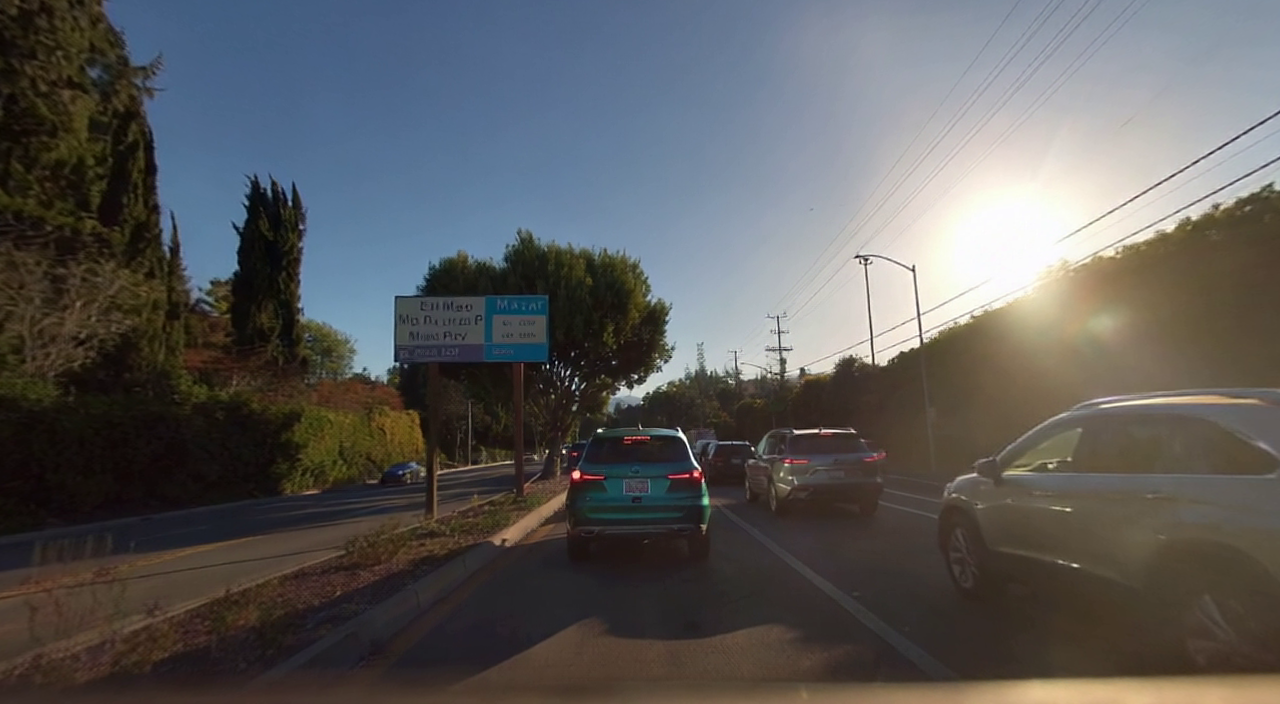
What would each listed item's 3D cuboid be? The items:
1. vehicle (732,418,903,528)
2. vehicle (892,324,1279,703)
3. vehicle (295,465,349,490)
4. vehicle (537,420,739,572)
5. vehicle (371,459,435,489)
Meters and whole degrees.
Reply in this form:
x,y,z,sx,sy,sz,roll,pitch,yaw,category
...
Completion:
x,y,z,sx,sy,sz,roll,pitch,yaw,category
3.323,2.373,12.969,2.097,1.818,4.625,0,-8,-1,vehicle
3.523,0.986,4.069,2.001,1.707,4.250,0,-8,0,vehicle
-22.829,9.028,45.524,1.847,1.554,3.926,0,-8,-1,vehicle
-0.055,1.887,9.090,2.199,1.641,4.232,0,-8,-1,vehicle
-13.540,7.001,36.476,1.960,1.491,4.700,0,-8,-1,vehicle
